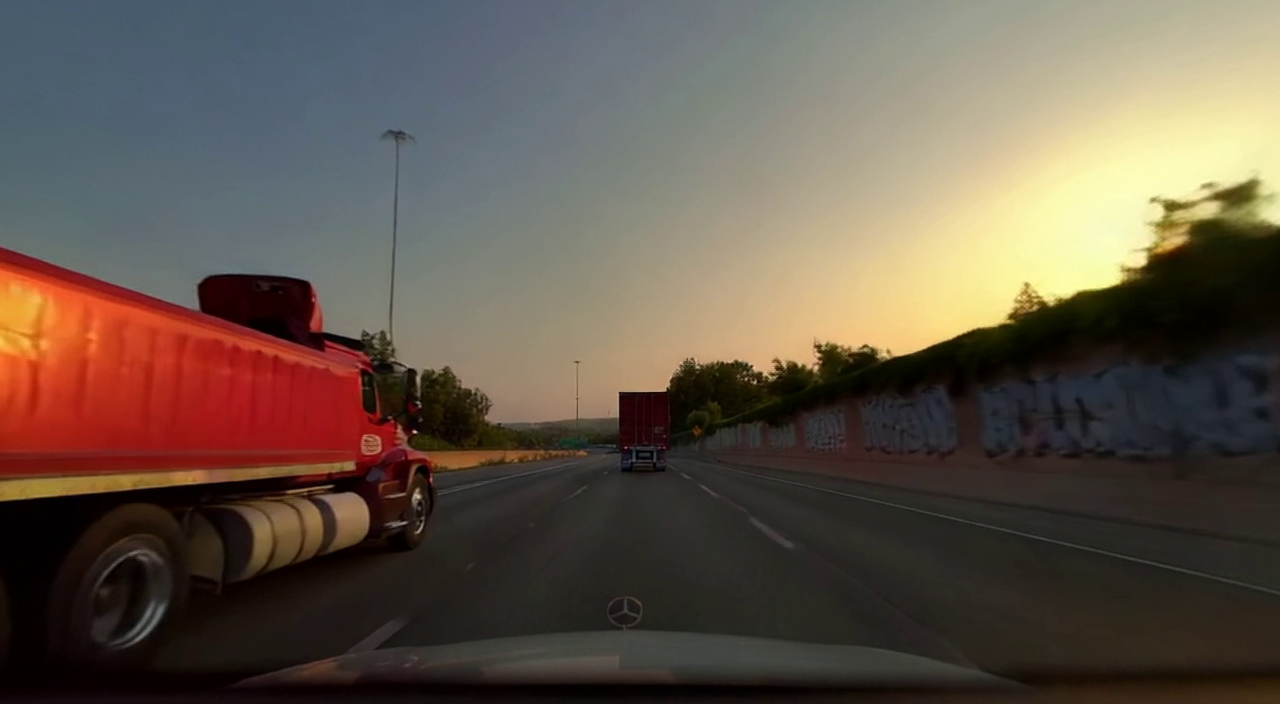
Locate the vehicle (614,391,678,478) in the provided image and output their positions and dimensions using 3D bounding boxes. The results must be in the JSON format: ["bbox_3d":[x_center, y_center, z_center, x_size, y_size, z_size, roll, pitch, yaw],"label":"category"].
[{"bbox_3d":[0.158,4.526,33.681,2.900,3.955,10.151,0,-9,-1],"label":"vehicle"}]
